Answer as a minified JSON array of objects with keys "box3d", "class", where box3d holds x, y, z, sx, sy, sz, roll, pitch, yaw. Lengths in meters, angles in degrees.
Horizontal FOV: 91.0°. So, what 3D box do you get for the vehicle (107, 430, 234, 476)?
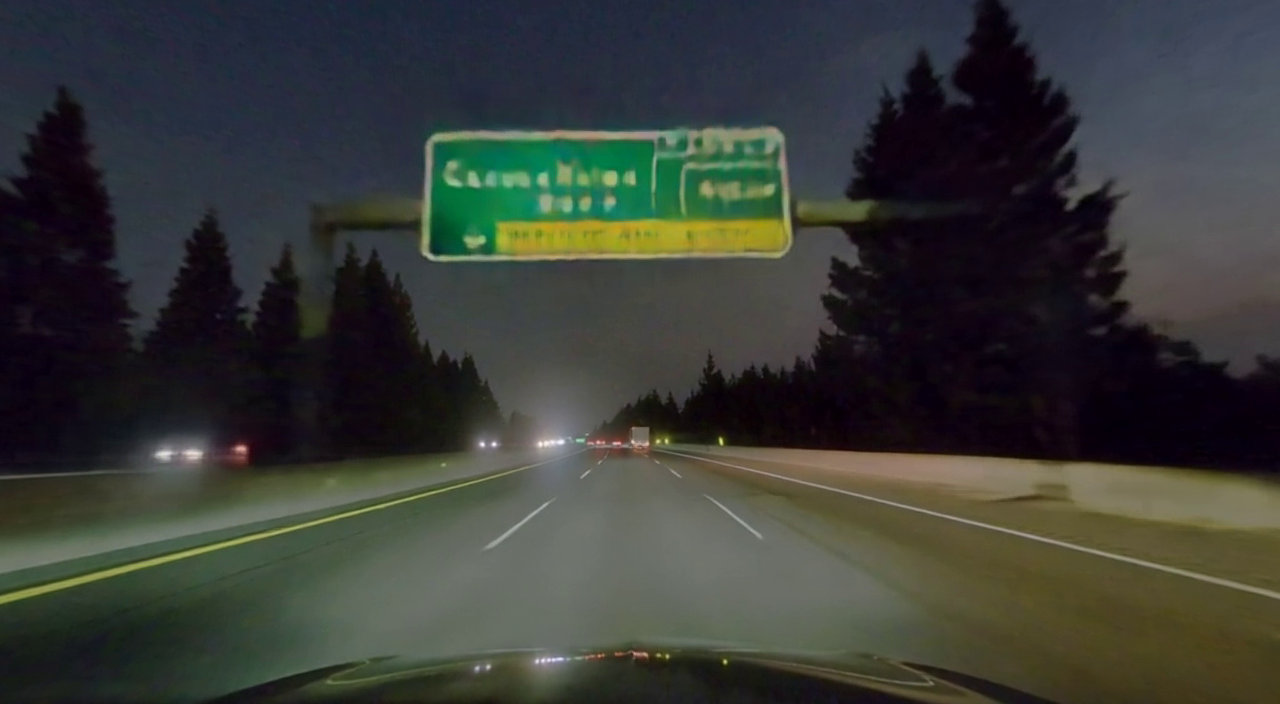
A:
[{"box3d":[-21.639,4.649,29.331,2.025,1.927,5.109,0,-8,-1],"class":"vehicle"}]
